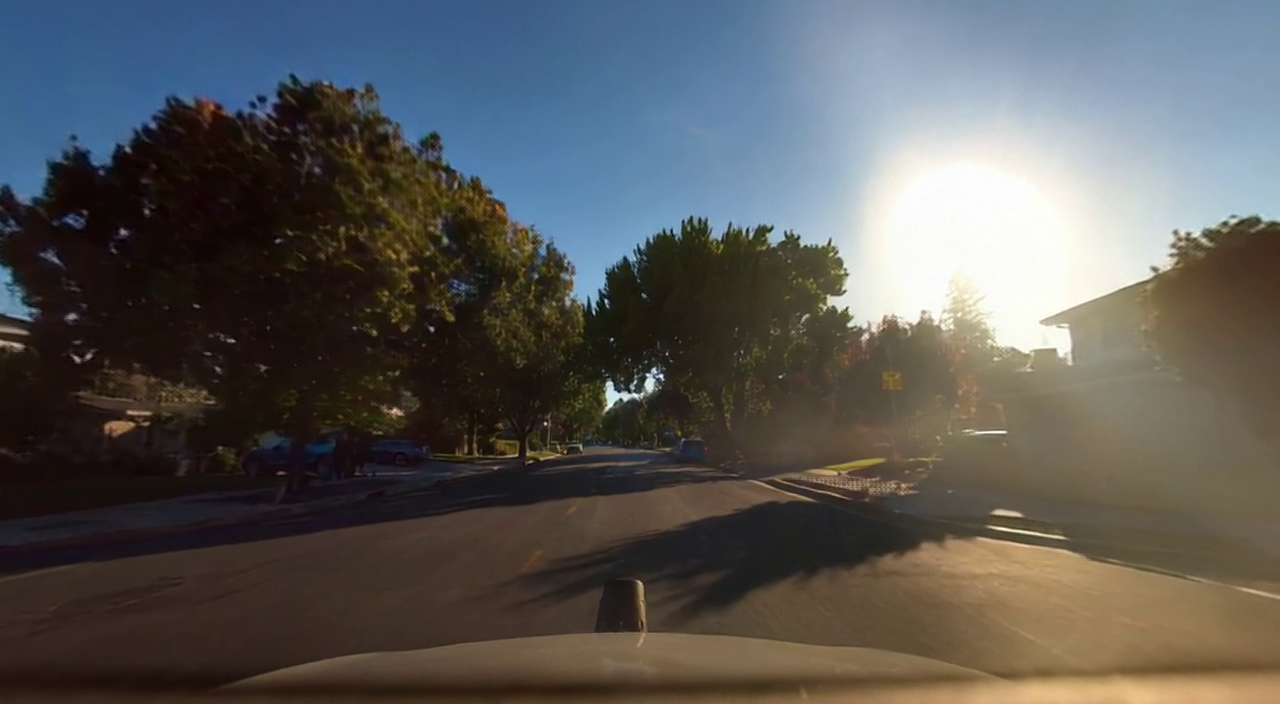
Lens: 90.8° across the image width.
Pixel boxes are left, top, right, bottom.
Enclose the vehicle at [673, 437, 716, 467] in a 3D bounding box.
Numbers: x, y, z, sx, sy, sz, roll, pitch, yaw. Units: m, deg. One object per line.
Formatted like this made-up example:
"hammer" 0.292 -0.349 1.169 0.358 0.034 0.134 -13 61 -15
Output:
"vehicle" 3.094 5.827 36.852 2.114 1.633 4.042 0 -8 0
